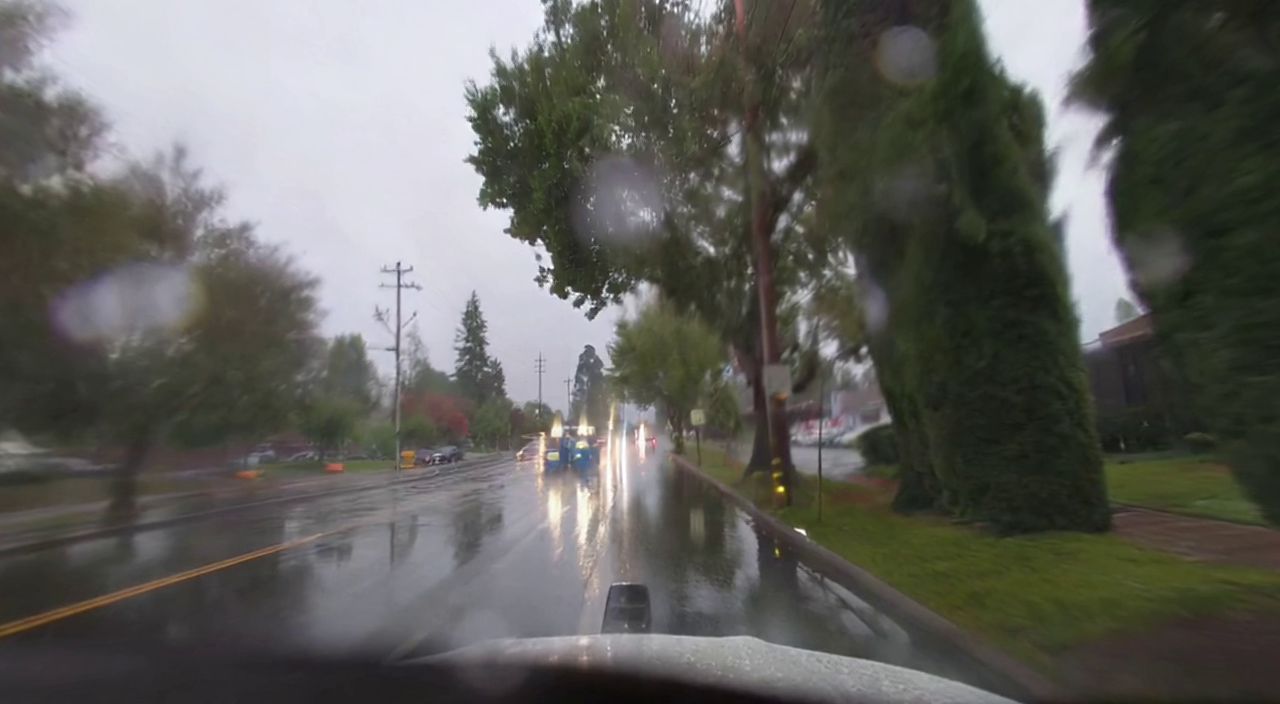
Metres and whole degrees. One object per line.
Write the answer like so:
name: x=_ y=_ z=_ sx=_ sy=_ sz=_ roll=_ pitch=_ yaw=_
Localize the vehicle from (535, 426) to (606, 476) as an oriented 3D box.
vehicle: x=-2.733 y=4.070 z=26.095 sx=2.180 sy=1.818 sz=5.117 roll=0 pitch=-8 yaw=2
